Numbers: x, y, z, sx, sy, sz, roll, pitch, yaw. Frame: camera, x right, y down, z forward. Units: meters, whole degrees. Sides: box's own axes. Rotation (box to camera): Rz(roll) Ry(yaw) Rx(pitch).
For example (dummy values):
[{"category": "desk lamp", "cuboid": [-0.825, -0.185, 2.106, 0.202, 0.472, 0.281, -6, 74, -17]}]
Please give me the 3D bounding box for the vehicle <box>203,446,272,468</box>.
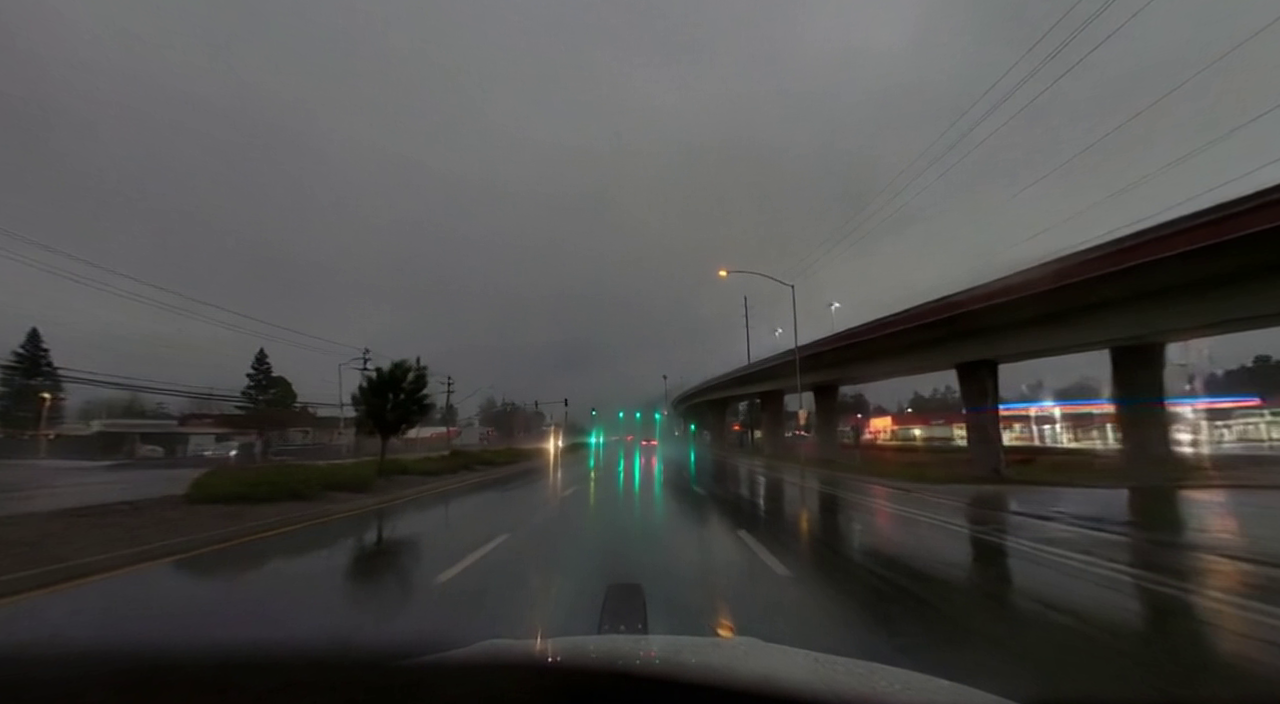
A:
[{"category": "vehicle", "cuboid": [-28.397, 7.385, 44.291, 4.488, 1.486, 1.991, -4, -9, 27]}]
